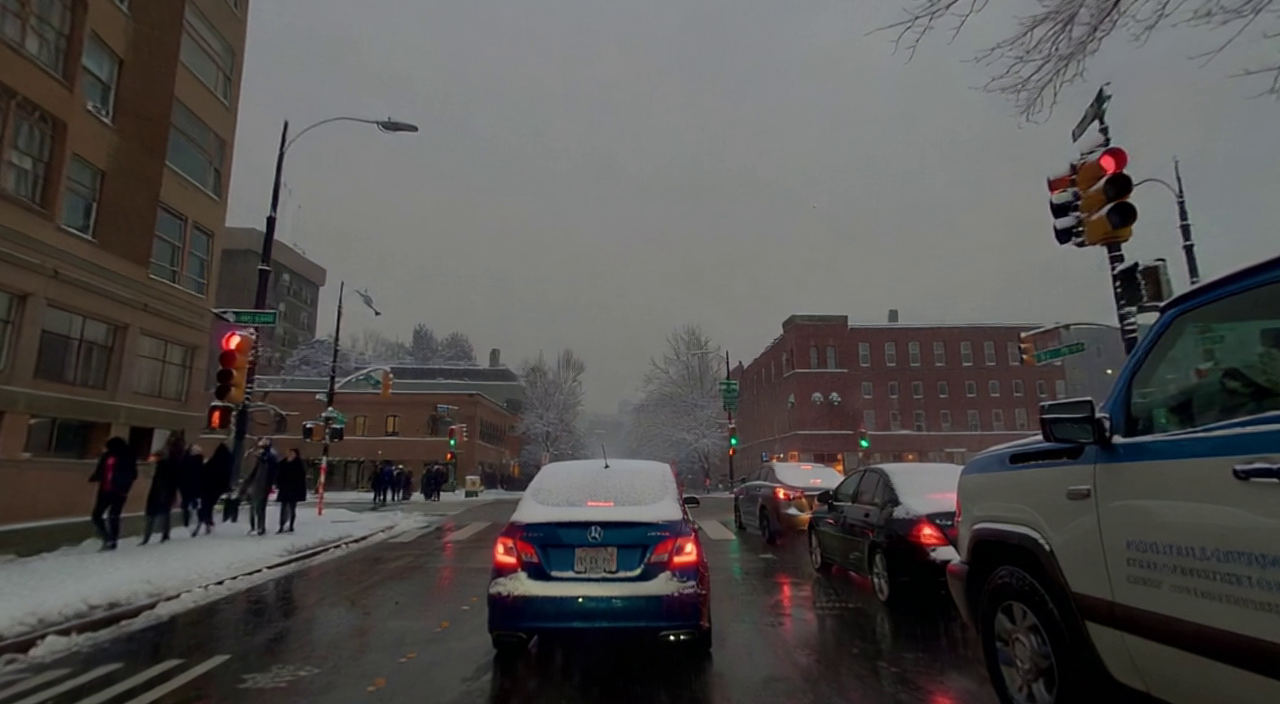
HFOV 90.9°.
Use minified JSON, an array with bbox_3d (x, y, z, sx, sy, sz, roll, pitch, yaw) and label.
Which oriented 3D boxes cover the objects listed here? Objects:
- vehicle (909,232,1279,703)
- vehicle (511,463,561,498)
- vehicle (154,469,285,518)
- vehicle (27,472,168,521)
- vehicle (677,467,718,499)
[{"bbox_3d":[3.211,0.549,1.259,2.632,1.979,6.096,0,-9,0],"label":"vehicle"},{"bbox_3d":[-6.345,7.875,39.009,2.226,1.896,4.438,-1,-9,1],"label":"vehicle"},{"bbox_3d":[-19.774,6.651,29.751,4.750,2.083,2.002,-1,-9,3],"label":"vehicle"},{"bbox_3d":[-25.483,6.772,29.737,4.588,2.048,2.110,0,-9,1],"label":"vehicle"},{"bbox_3d":[3.472,8.026,38.856,1.908,1.741,4.066,0,-9,-3],"label":"vehicle"}]
